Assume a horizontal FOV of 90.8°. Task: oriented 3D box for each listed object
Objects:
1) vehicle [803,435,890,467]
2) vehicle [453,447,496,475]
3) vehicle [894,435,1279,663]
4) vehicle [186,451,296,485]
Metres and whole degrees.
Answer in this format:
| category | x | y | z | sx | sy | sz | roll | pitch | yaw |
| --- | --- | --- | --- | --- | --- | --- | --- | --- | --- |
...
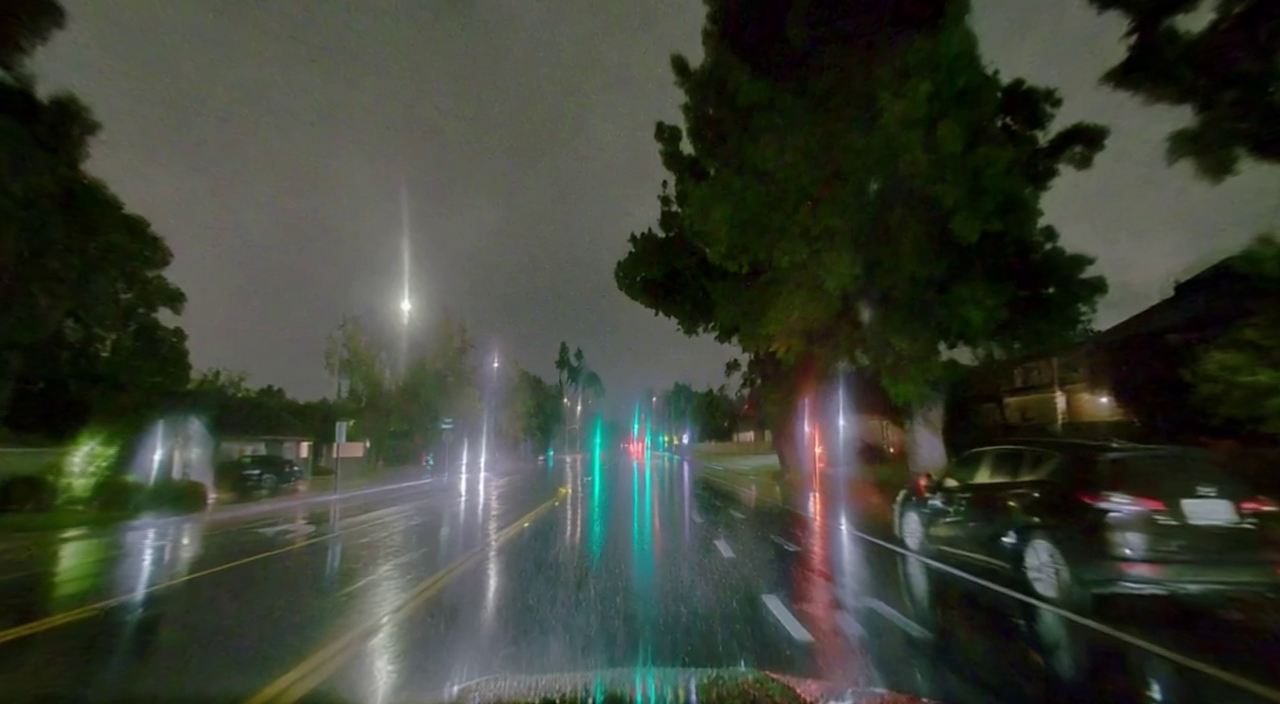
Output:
| category | x | y | z | sx | sy | sz | roll | pitch | yaw |
| --- | --- | --- | --- | --- | --- | --- | --- | --- | --- |
| vehicle | 11.687 | 5.622 | 36.014 | 4.194 | 1.680 | 2.150 | -1 | -8 | 1 |
| vehicle | -12.454 | 8.266 | 47.908 | 2.062 | 1.821 | 4.880 | -3 | -9 | -2 |
| vehicle | 4.628 | 1.632 | 6.509 | 2.012 | 1.474 | 4.506 | 0 | -8 | -2 |
| vehicle | -22.097 | 6.406 | 35.154 | 4.684 | 1.758 | 2.138 | -1 | -8 | 2 |
